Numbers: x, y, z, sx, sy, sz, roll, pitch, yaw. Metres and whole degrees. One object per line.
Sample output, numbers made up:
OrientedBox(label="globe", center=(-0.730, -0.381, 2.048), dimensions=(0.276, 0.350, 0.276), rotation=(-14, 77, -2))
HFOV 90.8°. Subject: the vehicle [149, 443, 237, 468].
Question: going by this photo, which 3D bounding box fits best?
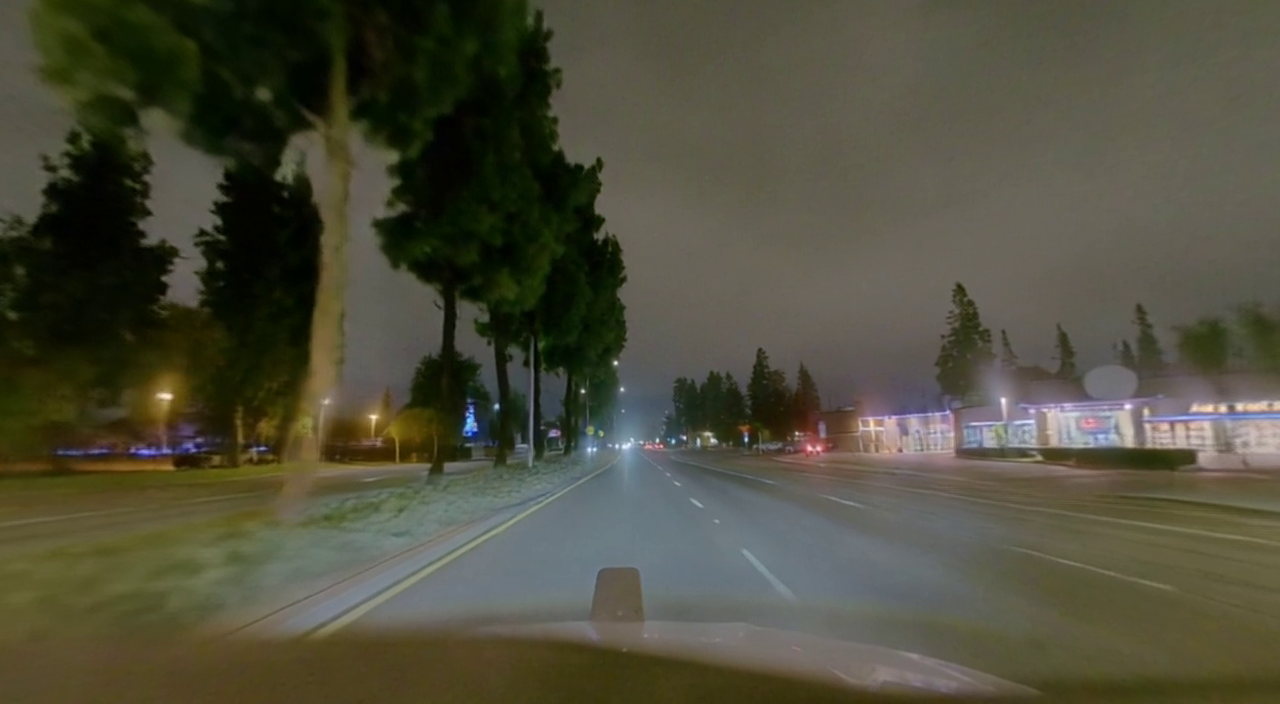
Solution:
OrientedBox(label="vehicle", center=(-28.171, 6.522, 39.898), dimensions=(4.140, 1.446, 1.888), rotation=(0, -8, -1))
